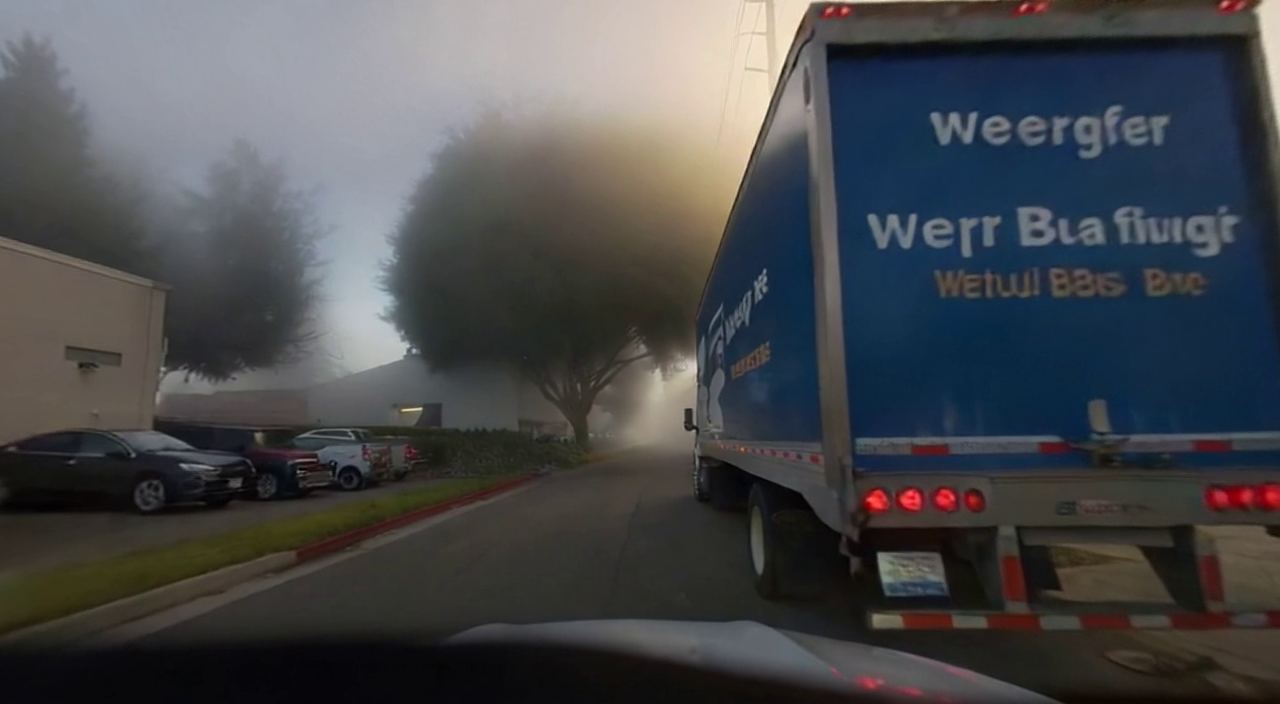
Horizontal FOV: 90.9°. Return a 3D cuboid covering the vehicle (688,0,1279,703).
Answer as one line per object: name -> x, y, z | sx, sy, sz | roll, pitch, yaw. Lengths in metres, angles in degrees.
vehicle -> 2.618, 0.660, 9.950 | 2.865, 4.113, 14.471 | 0, -8, 1

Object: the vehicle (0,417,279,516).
vehicle -> -8.573, 1.838, 10.405 | 4.015, 1.461, 1.903 | 0, -8, -3
